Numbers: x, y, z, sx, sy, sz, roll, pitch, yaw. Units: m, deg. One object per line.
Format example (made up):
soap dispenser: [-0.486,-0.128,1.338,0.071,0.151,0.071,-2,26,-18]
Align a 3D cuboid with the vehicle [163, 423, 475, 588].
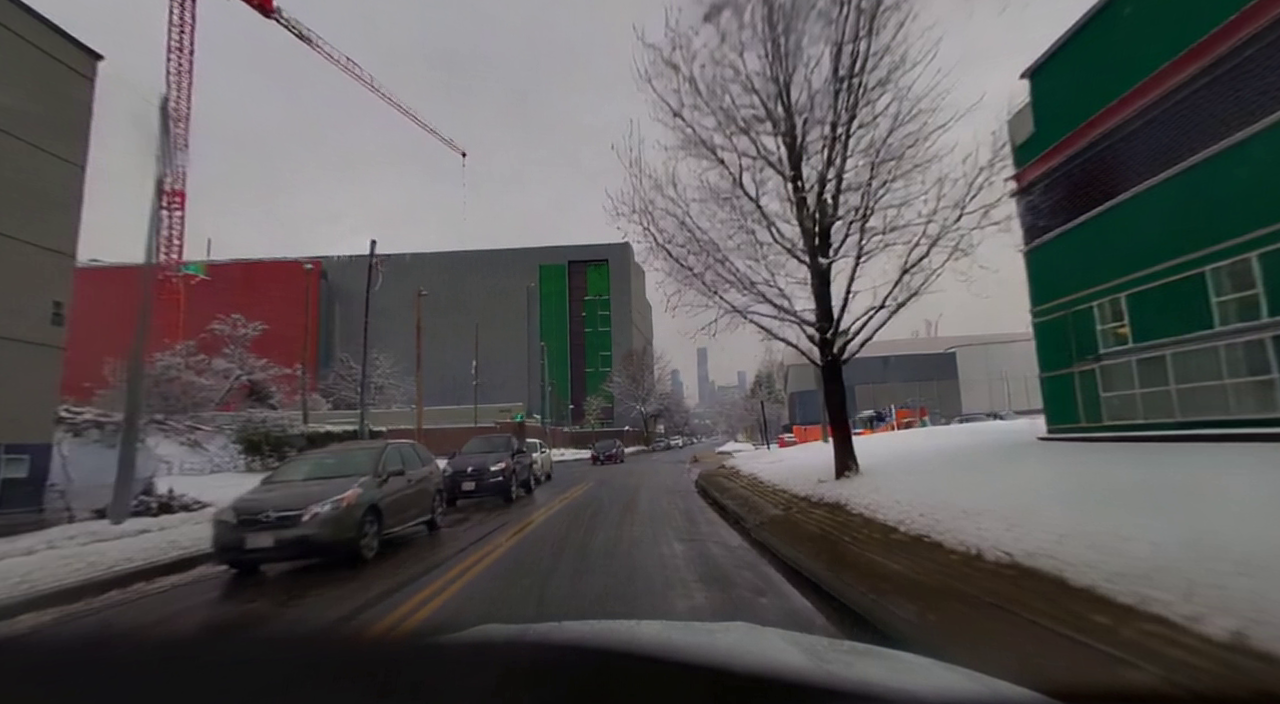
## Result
vehicle: [-3.787,1.837,8.491,1.980,1.635,4.153,0,-8,0]

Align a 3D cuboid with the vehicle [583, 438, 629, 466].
vehicle: [-2.083,6.286,39.803,1.967,1.646,4.192,-2,-8,10]

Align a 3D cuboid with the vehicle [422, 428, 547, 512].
vehicle: [-3.529,2.736,15.156,2.026,1.699,4.224,0,-8,-1]

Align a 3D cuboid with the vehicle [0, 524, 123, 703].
vehicle: [-3.994,1.297,2.017,1.741,0.964,3.497,0,-8,0]
